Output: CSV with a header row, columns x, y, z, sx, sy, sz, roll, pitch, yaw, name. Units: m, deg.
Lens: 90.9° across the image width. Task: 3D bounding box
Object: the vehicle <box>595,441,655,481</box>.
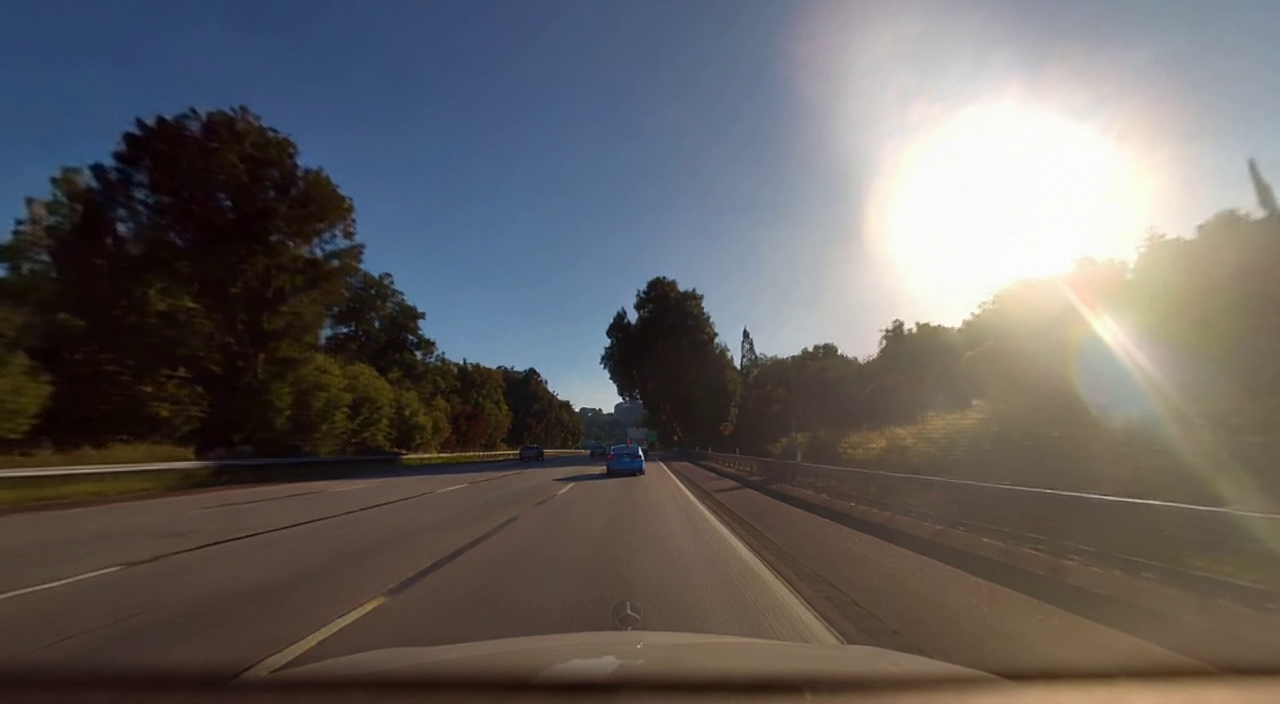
x,y,z,sx,sy,sz,roll,pitch,yaw,name
-0.559,4.344,25.322,2.238,1.479,3.672,0,-9,0,vehicle
